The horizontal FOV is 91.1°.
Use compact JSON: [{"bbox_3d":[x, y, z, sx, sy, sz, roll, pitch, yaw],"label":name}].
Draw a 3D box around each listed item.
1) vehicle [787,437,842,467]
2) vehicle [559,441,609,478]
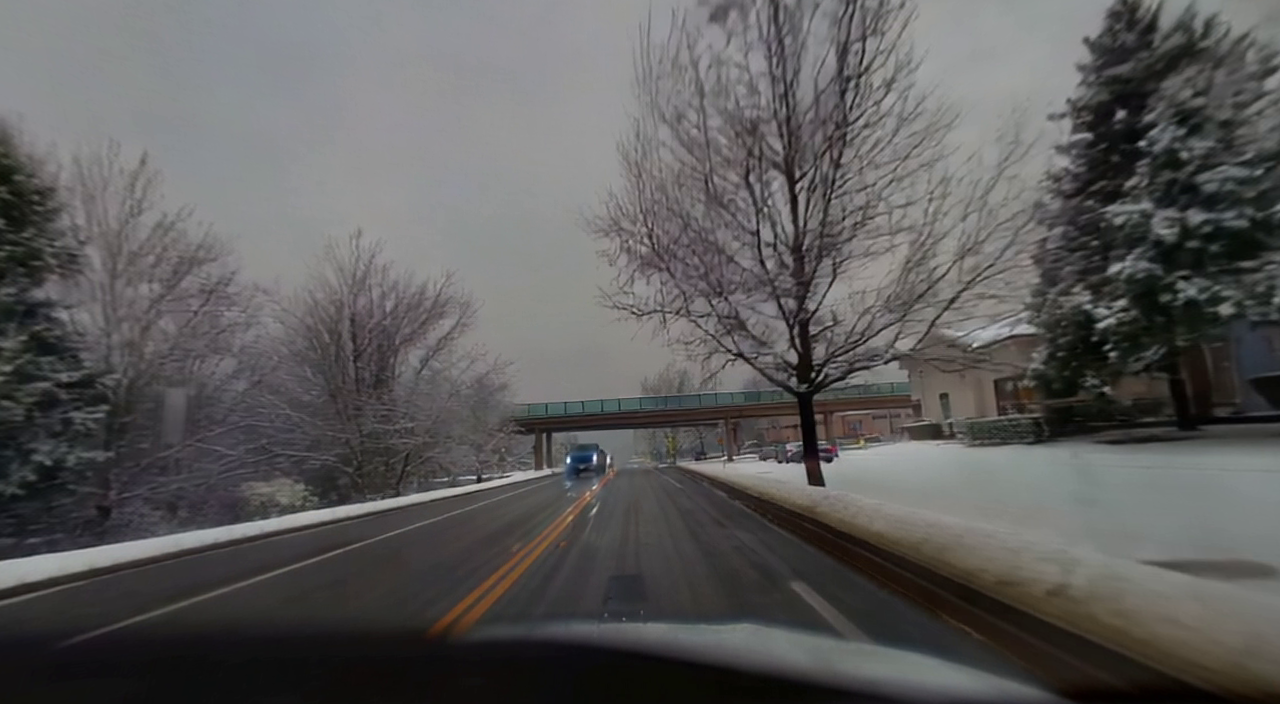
[{"bbox_3d":[11.355,6.552,41.176,2.051,1.534,4.466,-10,-9,-1],"label":"vehicle"},{"bbox_3d":[-4.016,7.848,46.233,2.967,2.369,6.635,-2,-9,0],"label":"vehicle"}]
